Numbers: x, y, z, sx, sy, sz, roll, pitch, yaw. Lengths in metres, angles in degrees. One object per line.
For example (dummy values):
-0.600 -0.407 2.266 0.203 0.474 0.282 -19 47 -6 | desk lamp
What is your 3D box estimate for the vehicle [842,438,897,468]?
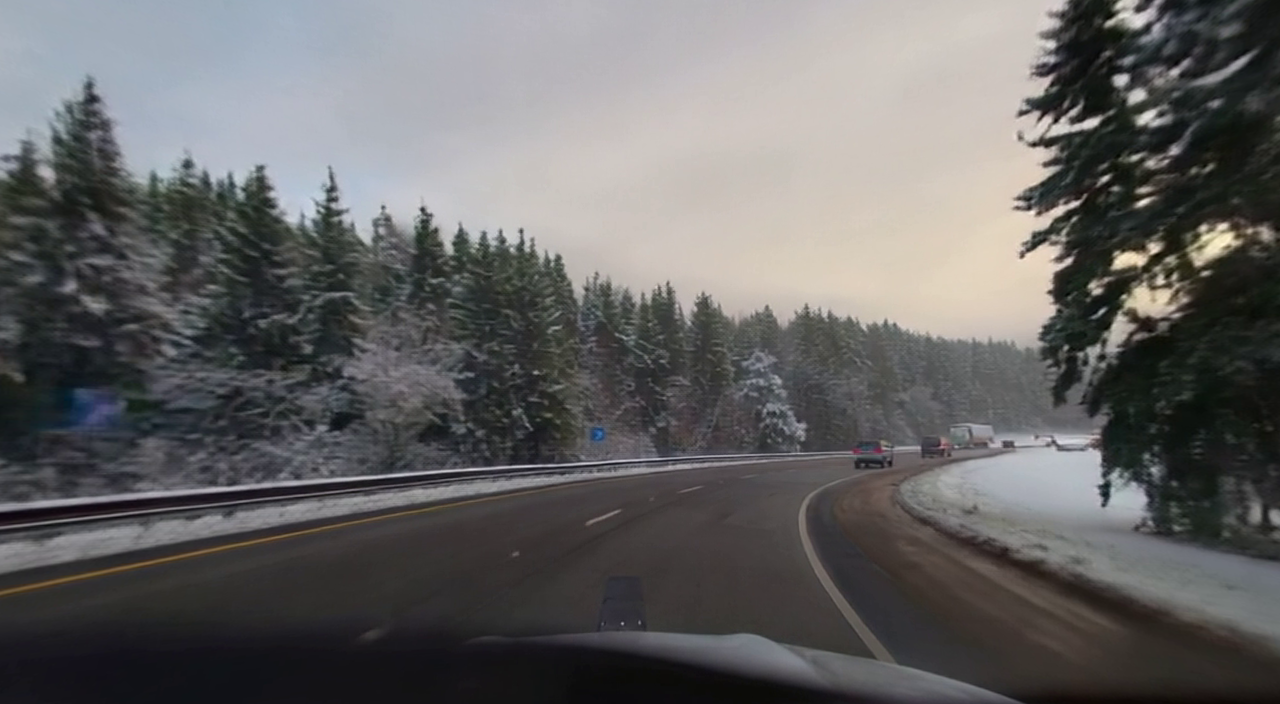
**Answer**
14.173 6.209 38.759 2.221 1.674 4.325 -6 -10 31 | vehicle
